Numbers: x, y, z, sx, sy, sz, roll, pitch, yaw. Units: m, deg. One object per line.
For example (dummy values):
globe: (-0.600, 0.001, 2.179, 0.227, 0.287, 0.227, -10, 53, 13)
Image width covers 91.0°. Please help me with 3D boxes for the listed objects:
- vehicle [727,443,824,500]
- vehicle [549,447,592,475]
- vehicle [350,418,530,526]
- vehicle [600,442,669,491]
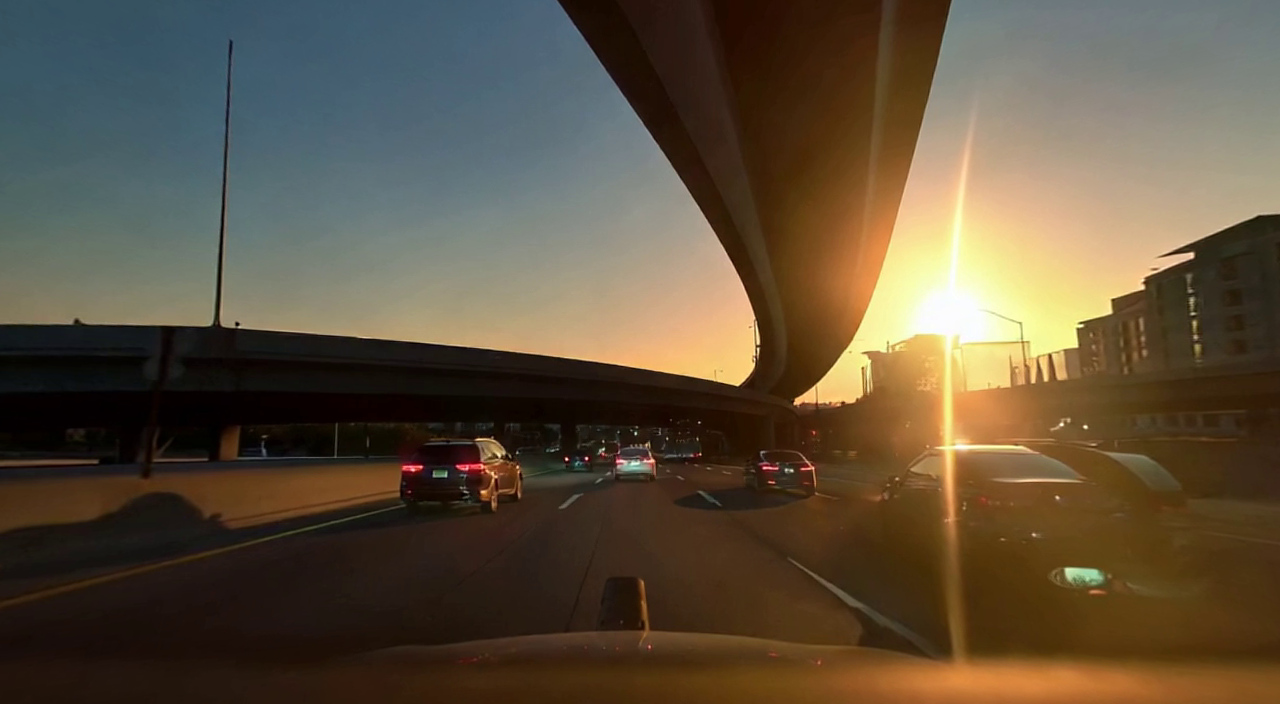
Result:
vehicle: (3.893, 3.497, 18.805, 1.974, 1.490, 3.994, 0, -9, -1)
vehicle: (-3.775, 5.994, 34.941, 1.868, 1.431, 4.055, 0, -9, 1)
vehicle: (-3.845, 2.404, 13.188, 2.142, 1.819, 4.648, 0, -9, 1)
vehicle: (-0.179, 3.814, 21.305, 2.089, 1.493, 3.964, 0, -9, 0)
